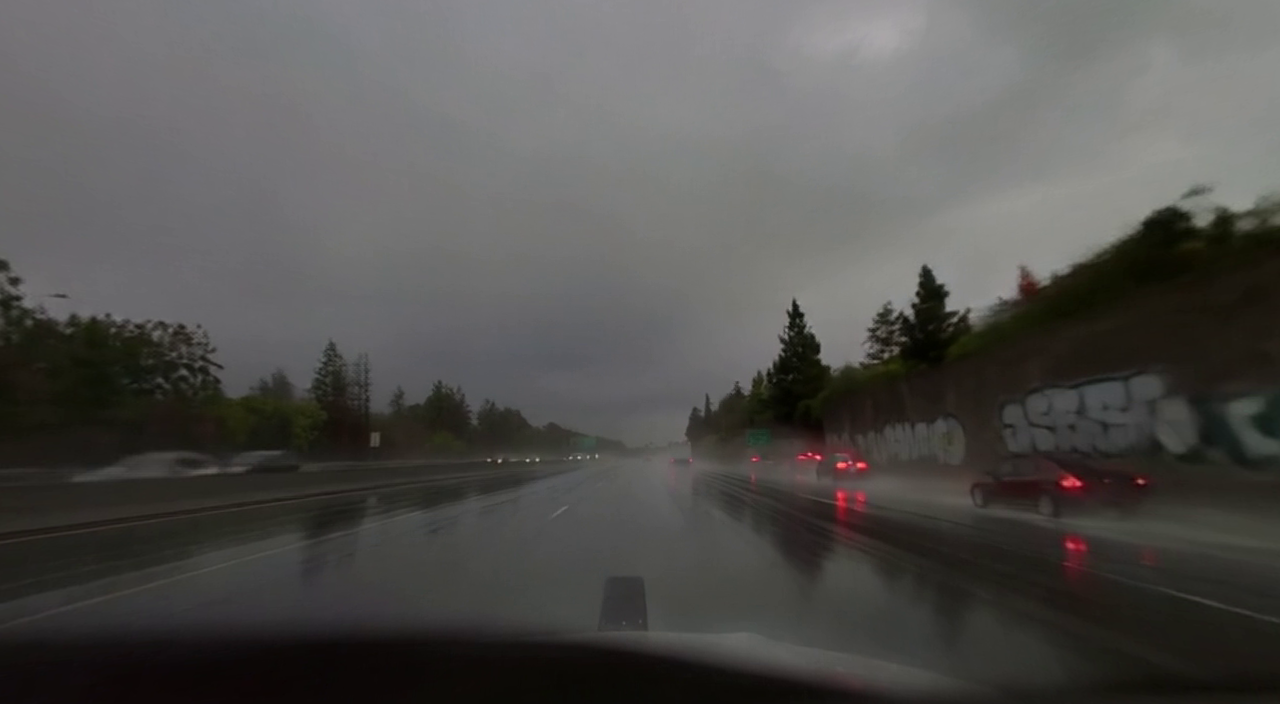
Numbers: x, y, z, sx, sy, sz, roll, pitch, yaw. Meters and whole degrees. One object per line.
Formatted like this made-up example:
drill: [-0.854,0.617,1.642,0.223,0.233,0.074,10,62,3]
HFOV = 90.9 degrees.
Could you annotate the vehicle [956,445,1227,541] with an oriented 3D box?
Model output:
vehicle: [8.278,2.587,12.251,1.907,1.495,4.517,0,-9,0]

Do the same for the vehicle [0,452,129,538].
vehicle: [-11.928,2.512,11.166,1.957,1.454,4.414,0,-9,1]

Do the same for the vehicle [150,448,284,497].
vehicle: [-15.955,4.543,24.107,2.031,1.693,4.355,0,-9,1]

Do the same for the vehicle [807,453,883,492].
vehicle: [8.582,5.039,26.788,1.842,1.475,4.479,0,-9,2]
